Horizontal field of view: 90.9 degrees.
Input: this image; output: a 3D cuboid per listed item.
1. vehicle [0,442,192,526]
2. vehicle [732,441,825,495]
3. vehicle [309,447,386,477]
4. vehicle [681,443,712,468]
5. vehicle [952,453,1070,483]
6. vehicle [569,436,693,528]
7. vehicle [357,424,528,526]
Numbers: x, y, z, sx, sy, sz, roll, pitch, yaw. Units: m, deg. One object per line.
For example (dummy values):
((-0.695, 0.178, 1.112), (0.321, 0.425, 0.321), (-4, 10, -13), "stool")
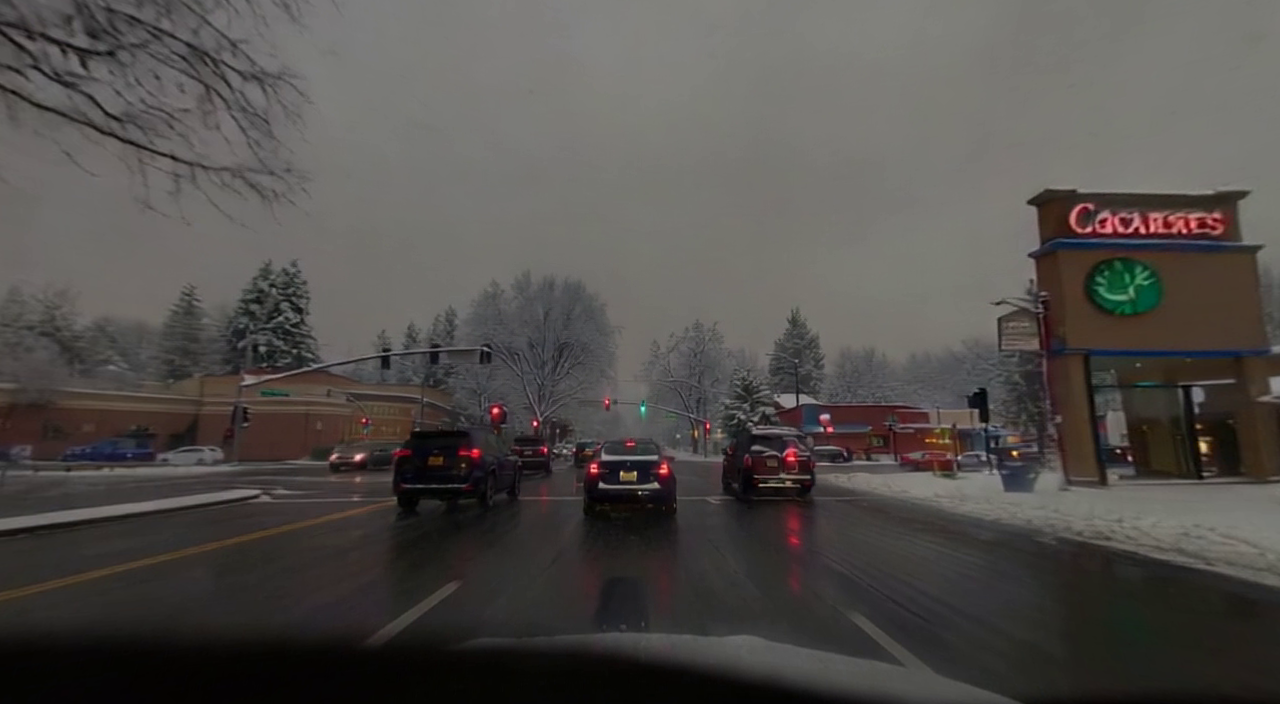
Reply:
((-12.167, 2.661, 13.361), (1.900, 1.466, 4.627), (0, -8, 1), "vehicle")
((4.205, 3.579, 19.847), (1.979, 1.485, 4.207), (0, -8, 0), "vehicle")
((-15.451, 5.816, 33.629), (1.896, 1.468, 4.573), (0, -8, 0), "vehicle")
((4.014, 7.341, 45.014), (1.848, 1.665, 3.747), (0, -8, 0), "vehicle")
((19.105, 5.989, 32.672), (4.795, 1.457, 1.986), (0, -8, 4), "vehicle")
((-0.152, 2.537, 12.887), (2.121, 1.563, 4.031), (0, -8, 0), "vehicle")
((-3.644, 2.340, 12.531), (1.983, 1.685, 3.997), (0, -8, 2), "vehicle")
